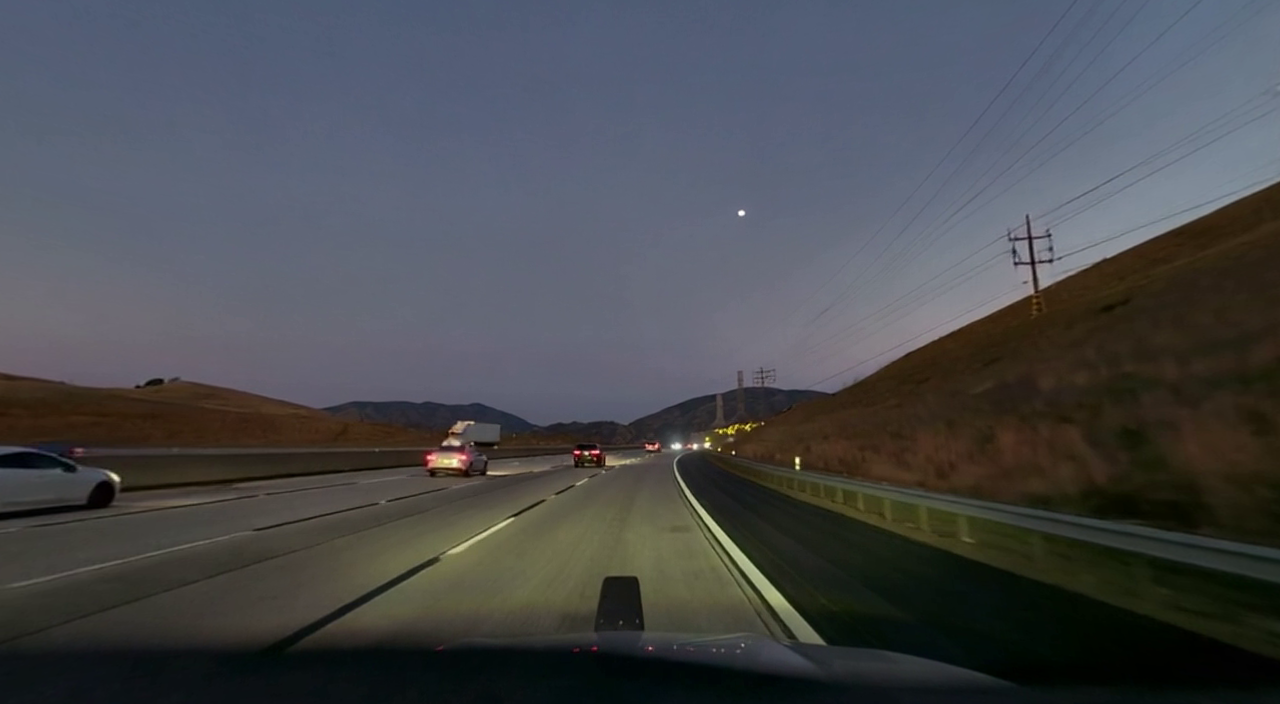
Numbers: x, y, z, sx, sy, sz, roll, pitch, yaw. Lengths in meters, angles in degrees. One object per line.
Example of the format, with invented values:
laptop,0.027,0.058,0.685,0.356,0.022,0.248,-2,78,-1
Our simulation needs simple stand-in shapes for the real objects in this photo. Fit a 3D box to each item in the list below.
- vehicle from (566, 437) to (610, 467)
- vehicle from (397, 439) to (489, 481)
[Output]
vehicle,-3.155,6.212,39.280,2.118,1.702,4.355,-1,-9,4
vehicle,-7.779,4.320,25.438,2.015,1.537,4.728,0,-9,2
